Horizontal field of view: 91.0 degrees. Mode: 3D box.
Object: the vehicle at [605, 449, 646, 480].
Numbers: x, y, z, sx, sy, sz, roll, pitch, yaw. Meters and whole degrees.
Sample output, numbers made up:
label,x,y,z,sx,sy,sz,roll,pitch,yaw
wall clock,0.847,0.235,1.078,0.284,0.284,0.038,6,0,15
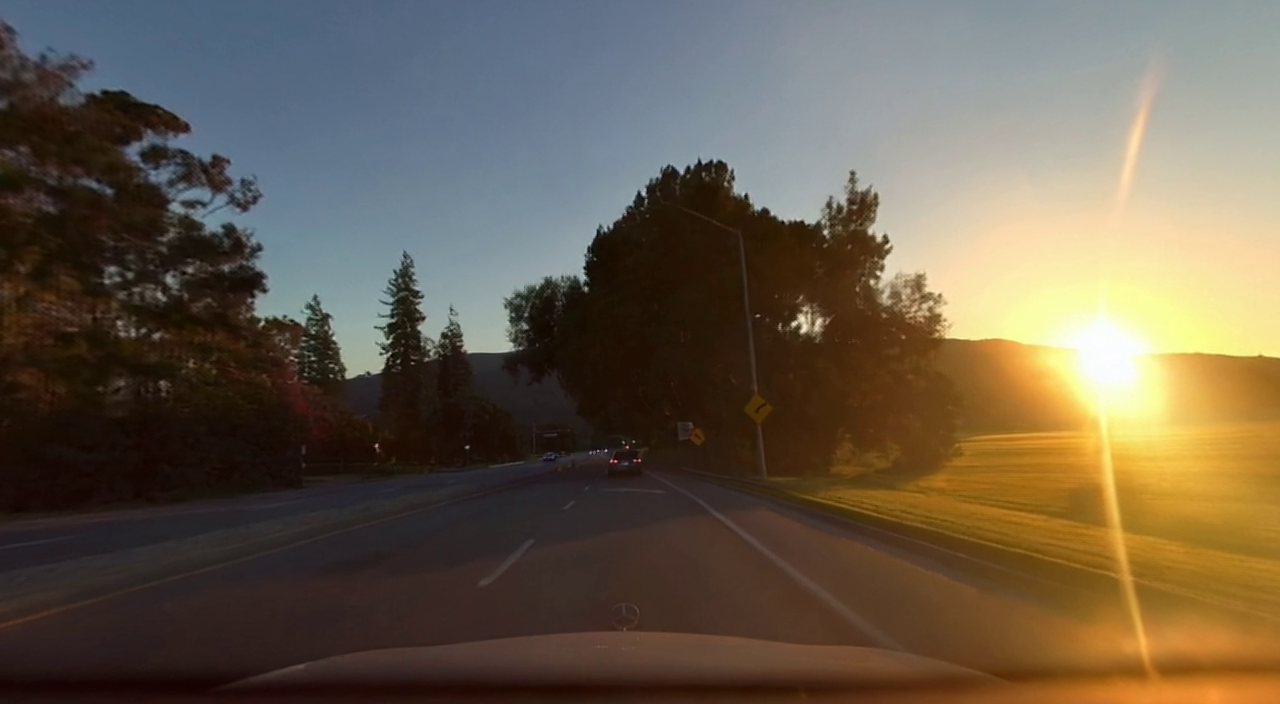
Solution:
label,x,y,z,sx,sy,sz,roll,pitch,yaw
vehicle,-0.718,5.661,31.863,1.954,1.469,3.465,0,-9,-1
